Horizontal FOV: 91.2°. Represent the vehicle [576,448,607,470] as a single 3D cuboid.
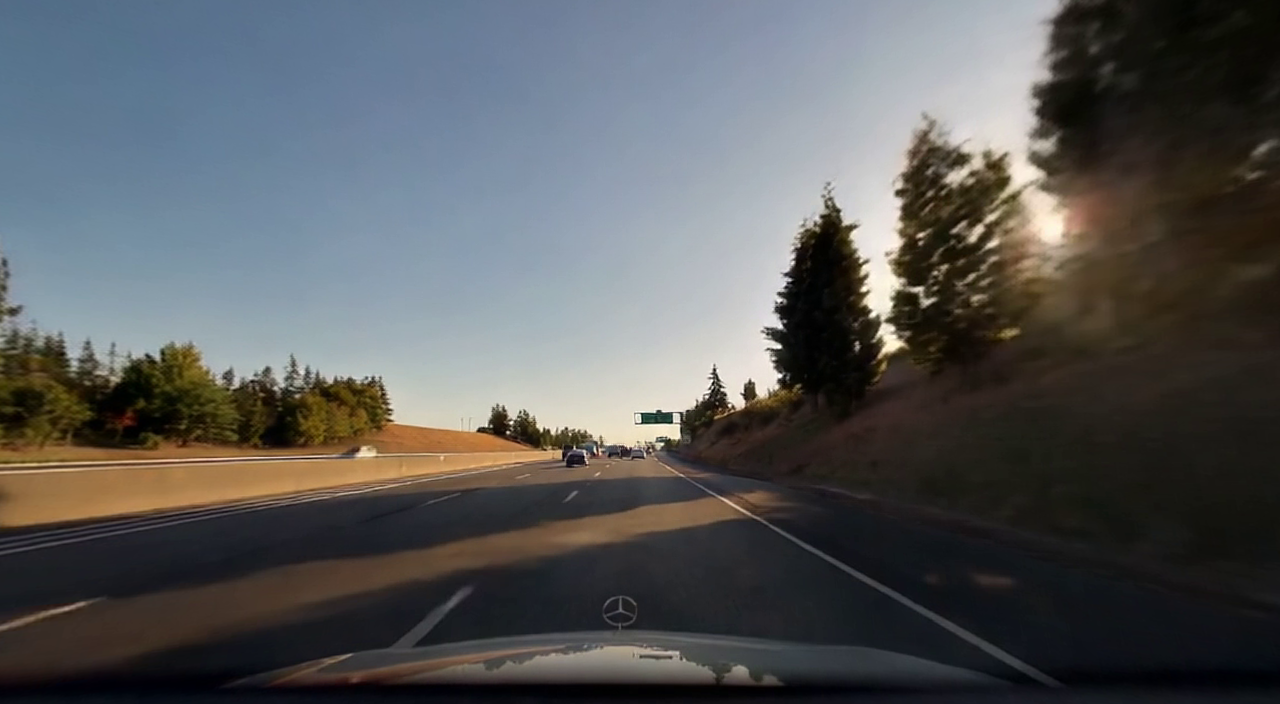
[{"bbox_3d":[-3.331,7.490,43.997,1.895,1.482,3.852,0,-9,0],"label":"vehicle"}]
